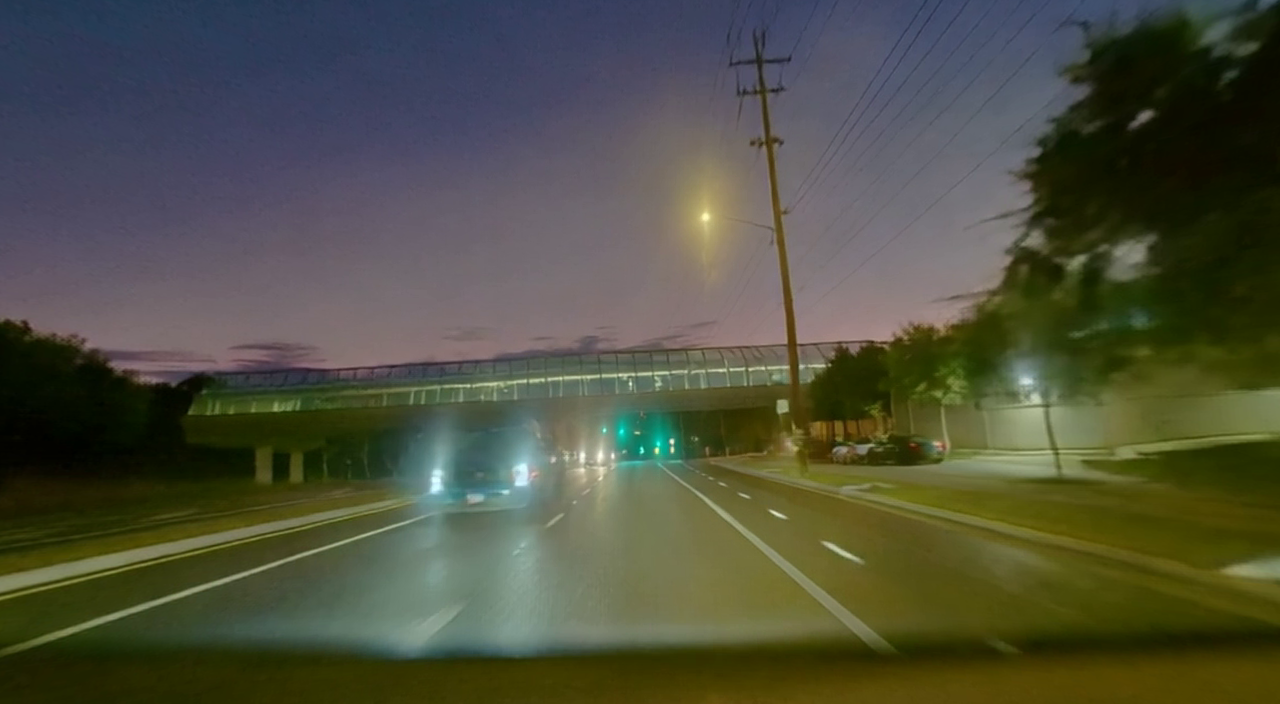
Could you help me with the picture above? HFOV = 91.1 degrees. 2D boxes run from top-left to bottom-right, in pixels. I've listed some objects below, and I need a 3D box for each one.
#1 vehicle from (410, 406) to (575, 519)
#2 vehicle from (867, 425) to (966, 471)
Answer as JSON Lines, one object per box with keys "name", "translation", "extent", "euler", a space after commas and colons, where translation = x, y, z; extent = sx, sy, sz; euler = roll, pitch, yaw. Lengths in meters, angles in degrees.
{"name": "vehicle", "translation": [-3.721, 2.991, 17.586], "extent": [2.967, 2.369, 6.635], "euler": [-3, -8, 0]}
{"name": "vehicle", "translation": [11.606, 4.069, 26.766], "extent": [2.051, 1.534, 4.466], "euler": [-8, -8, -1]}
